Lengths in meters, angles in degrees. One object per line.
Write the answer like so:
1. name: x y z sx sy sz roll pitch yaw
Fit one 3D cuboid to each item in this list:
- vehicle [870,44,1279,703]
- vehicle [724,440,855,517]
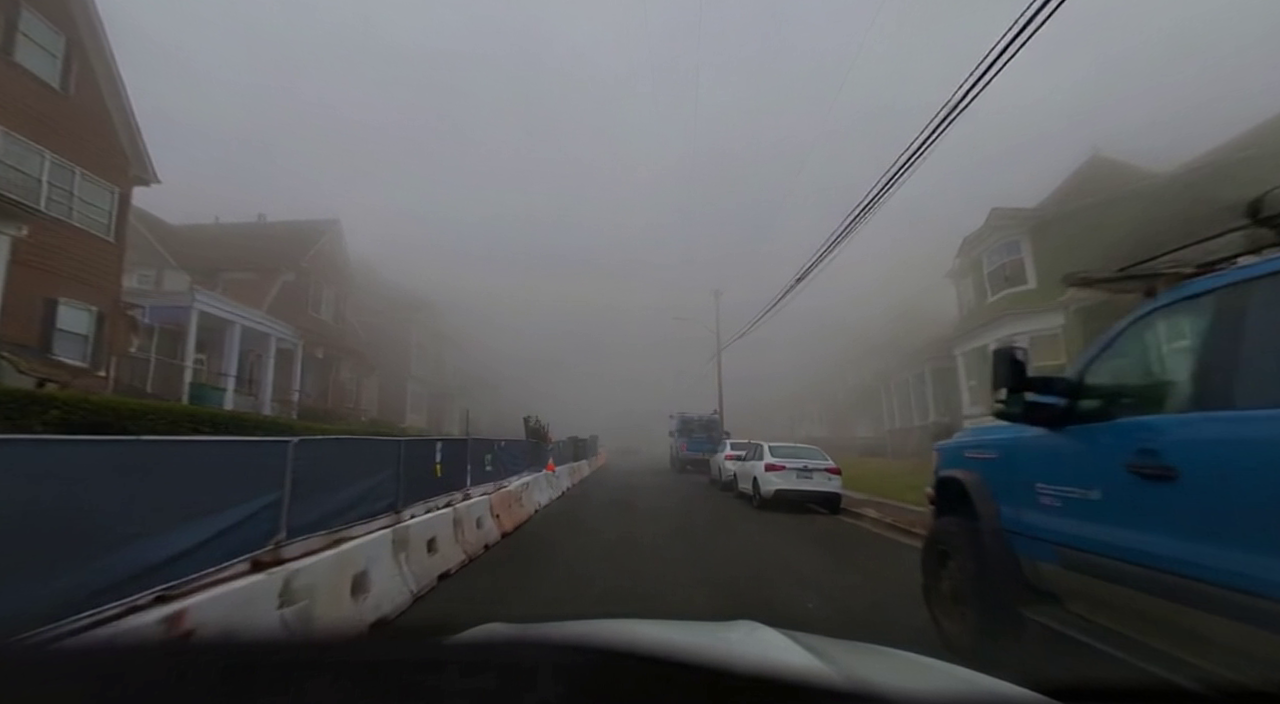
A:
1. vehicle: 3.201 0.404 2.056 2.483 2.644 5.972 0 -8 -1
2. vehicle: 3.143 2.720 14.163 1.805 1.436 4.201 0 -8 -1
